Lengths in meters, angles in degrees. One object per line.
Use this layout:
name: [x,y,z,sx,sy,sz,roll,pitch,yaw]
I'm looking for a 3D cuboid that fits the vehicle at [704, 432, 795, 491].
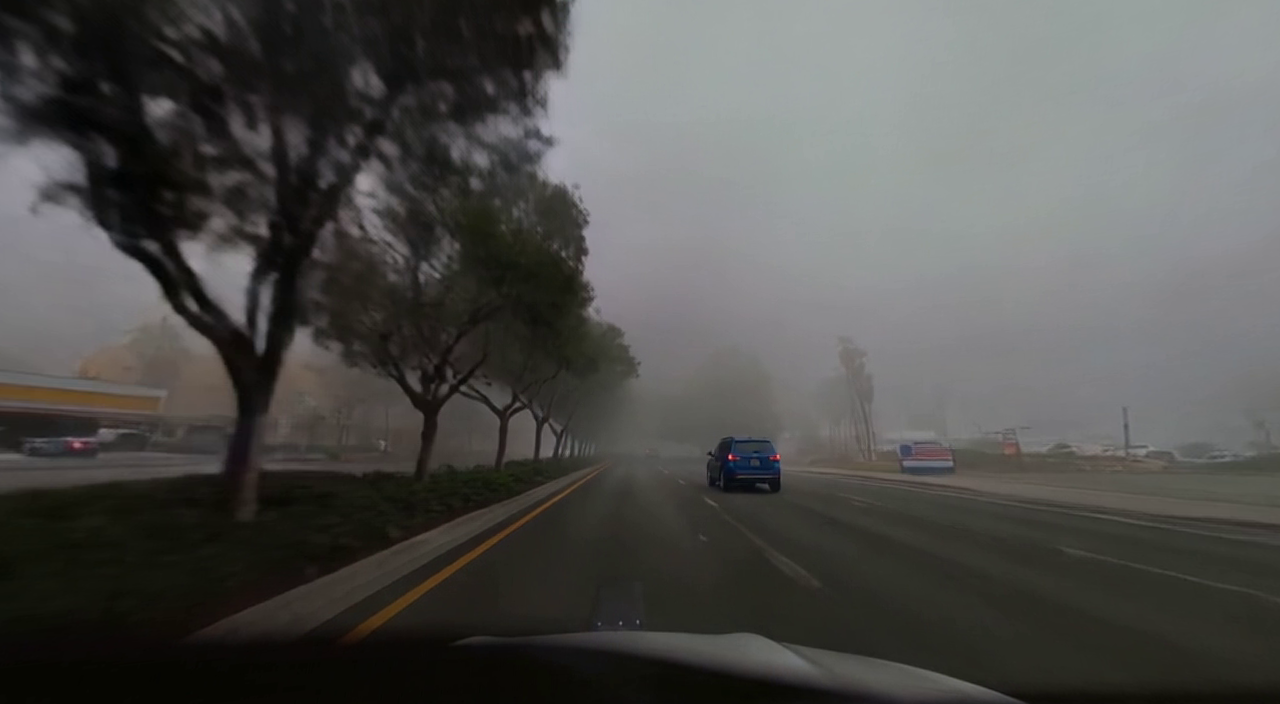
vehicle: [3.394,3.500,20.520,2.072,1.696,4.177,0,-8,-2]
